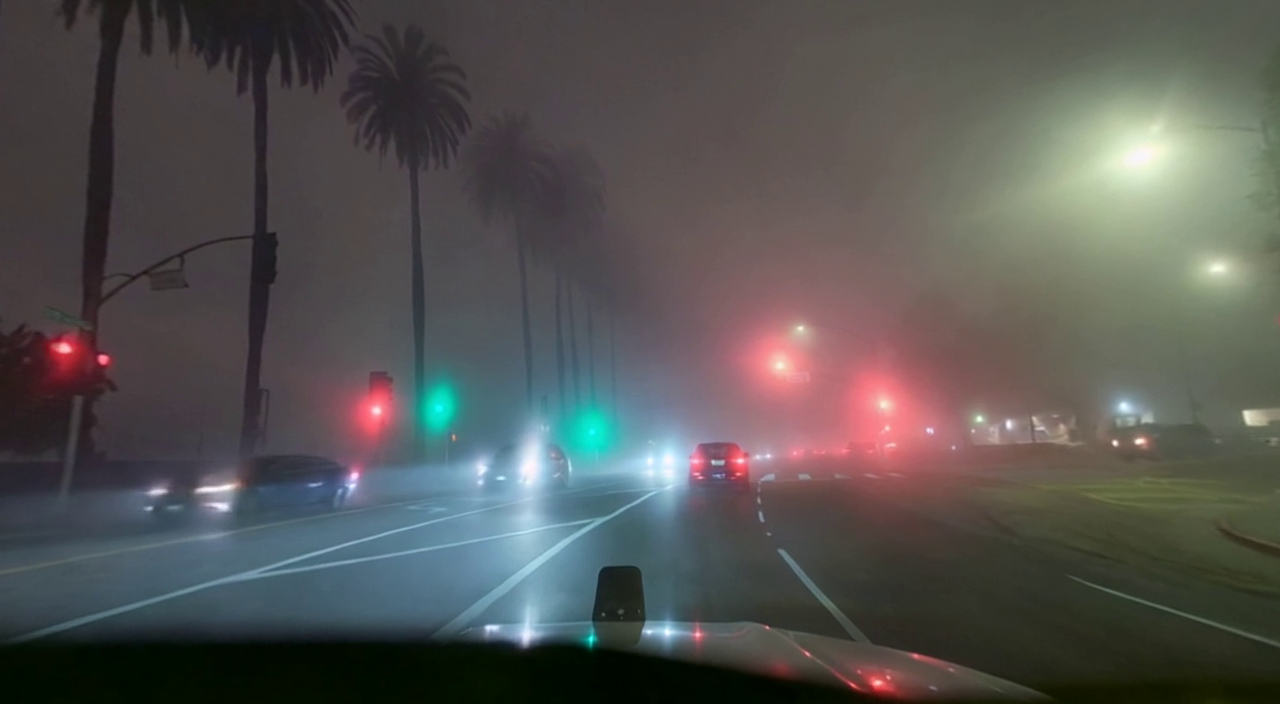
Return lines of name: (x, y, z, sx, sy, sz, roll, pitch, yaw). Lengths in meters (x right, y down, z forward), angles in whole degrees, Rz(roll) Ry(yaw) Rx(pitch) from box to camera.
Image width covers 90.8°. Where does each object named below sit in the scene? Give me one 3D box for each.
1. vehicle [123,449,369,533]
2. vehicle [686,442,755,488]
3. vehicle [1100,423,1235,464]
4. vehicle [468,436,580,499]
vehicle: (-8.138, 2.866, 13.729, 2.012, 1.467, 4.592, -1, -9, 7)
vehicle: (3.046, 4.085, 23.210, 2.096, 1.492, 4.071, -2, -9, 13)
vehicle: (25.583, 4.441, 30.736, 5.049, 1.861, 2.081, 1, -9, -9)
vehicle: (-3.499, 3.594, 20.089, 2.013, 1.746, 4.366, -2, -9, 11)
